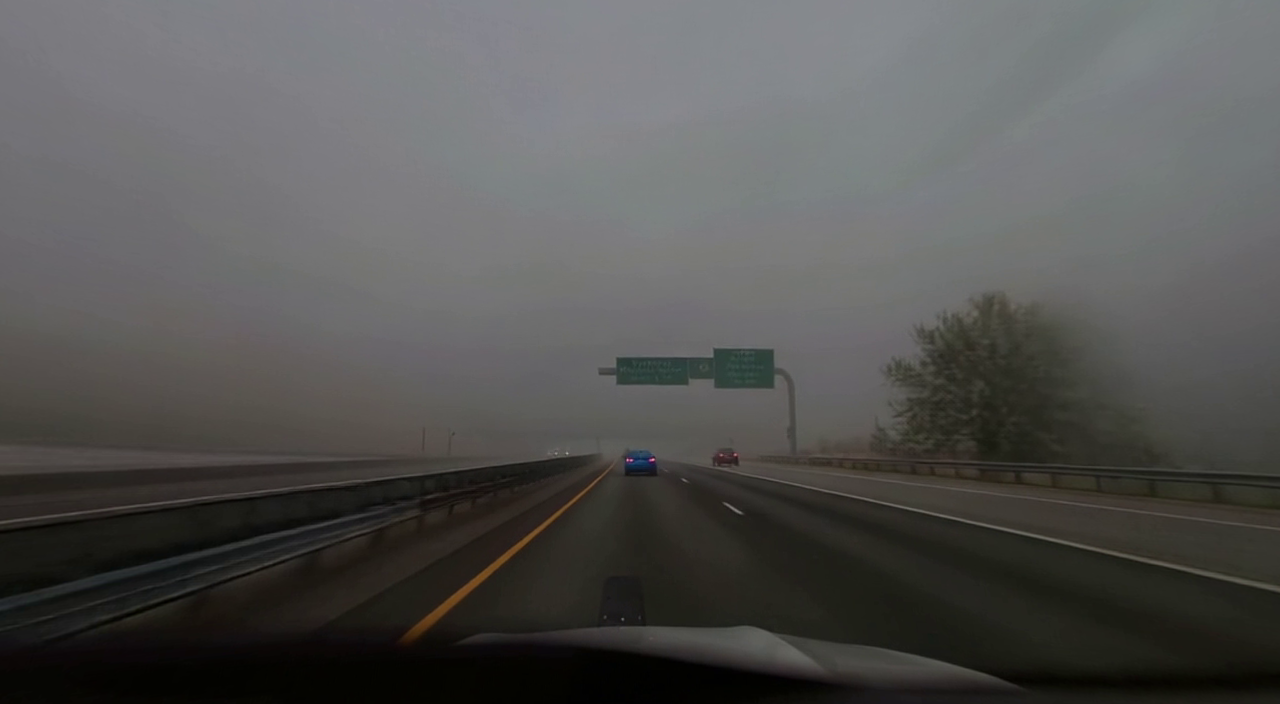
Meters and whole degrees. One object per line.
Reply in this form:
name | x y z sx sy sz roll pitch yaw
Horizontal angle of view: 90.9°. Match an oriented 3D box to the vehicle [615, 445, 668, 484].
vehicle | 0.045 4.727 26.761 2.069 1.523 4.012 0 -9 -1
